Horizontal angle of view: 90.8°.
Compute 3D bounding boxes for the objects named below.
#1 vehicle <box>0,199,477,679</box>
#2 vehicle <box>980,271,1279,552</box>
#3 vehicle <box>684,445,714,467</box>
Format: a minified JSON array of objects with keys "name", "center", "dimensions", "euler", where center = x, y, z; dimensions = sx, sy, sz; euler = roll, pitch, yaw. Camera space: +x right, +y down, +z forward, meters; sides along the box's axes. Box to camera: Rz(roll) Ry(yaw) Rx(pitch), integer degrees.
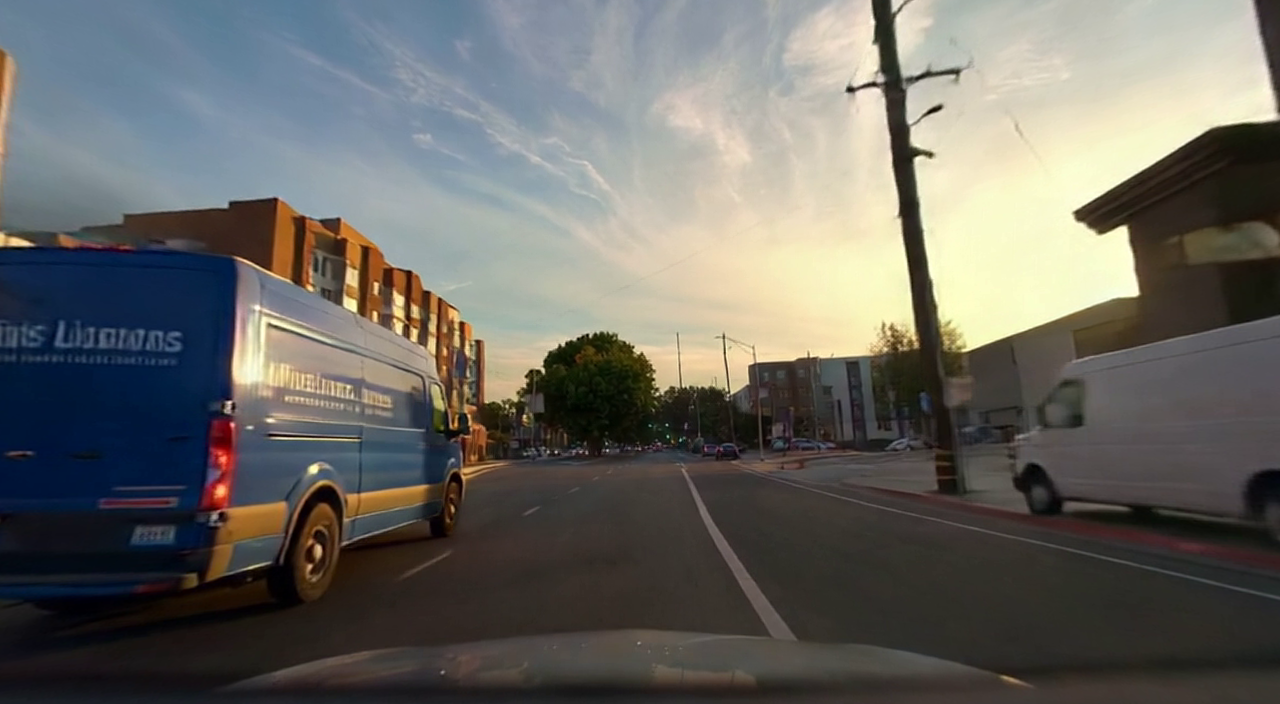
[{"name":"vehicle","center":[-4.351,1.016,7.681],"dimensions":[2.763,2.974,7.562],"euler":[0,-8,-1]},{"name":"vehicle","center":[8.855,1.053,9.830],"dimensions":[2.882,3.208,7.609],"euler":[0,-8,1]},{"name":"vehicle","center":[4.427,7.835,47.731],"dimensions":[1.878,1.534,4.120],"euler":[0,-8,0]}]
